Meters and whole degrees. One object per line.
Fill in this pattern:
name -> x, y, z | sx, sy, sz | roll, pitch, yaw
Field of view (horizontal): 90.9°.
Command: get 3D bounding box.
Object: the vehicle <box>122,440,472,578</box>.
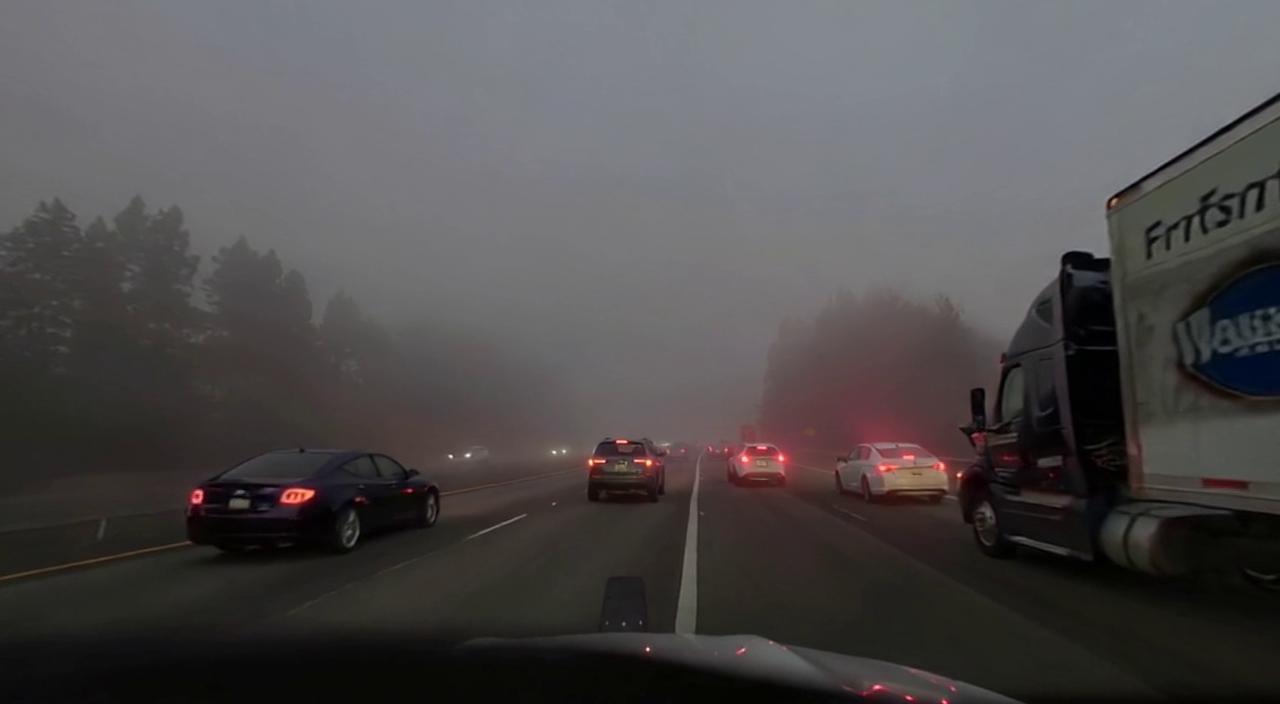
vehicle -> -4.404, 2.051, 9.331 | 1.965, 1.443, 4.968 | -2, -8, 7

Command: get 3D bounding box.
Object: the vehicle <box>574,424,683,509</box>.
vehicle -> -0.112, 2.813, 15.966 | 2.153, 1.805, 4.631 | -1, -8, 6

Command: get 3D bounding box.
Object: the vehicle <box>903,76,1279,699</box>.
vehicle -> 4.926, 0.323, 4.222 | 2.987, 3.212, 9.311 | -1, -8, 5

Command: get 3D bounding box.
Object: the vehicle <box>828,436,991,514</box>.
vehicle -> 5.817, 2.678, 14.321 | 2.053, 1.473, 4.383 | -1, -8, 4

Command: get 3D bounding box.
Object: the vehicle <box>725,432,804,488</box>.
vehicle -> 4.146, 3.690, 21.824 | 2.156, 1.701, 4.494 | -1, -8, 5
